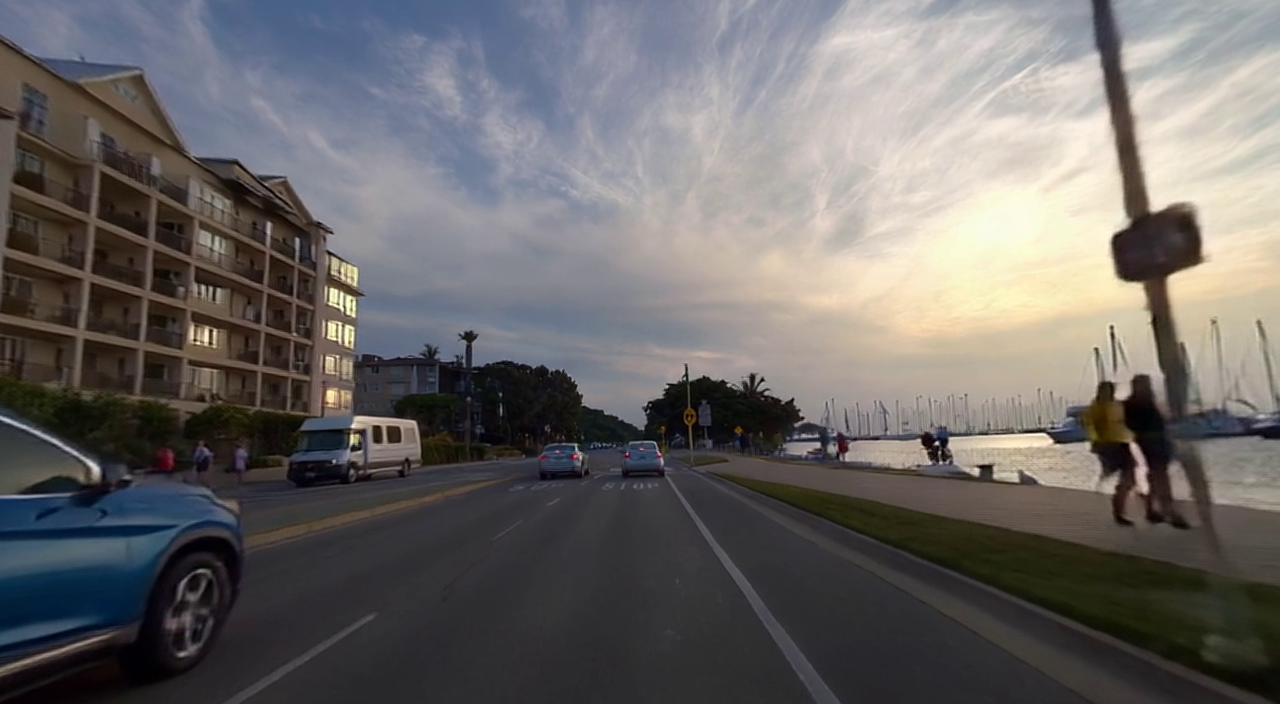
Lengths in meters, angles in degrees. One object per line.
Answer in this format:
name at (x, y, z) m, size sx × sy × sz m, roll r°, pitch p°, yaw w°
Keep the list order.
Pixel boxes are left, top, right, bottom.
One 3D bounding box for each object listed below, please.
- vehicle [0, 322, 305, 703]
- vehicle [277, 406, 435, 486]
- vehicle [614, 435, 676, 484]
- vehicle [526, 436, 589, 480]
vehicle at (-3.565, 0.774, 2.261) m, size 2.082 × 1.817 × 4.724 m, roll 0°, pitch -9°, yaw 0°
vehicle at (-13.339, 4.634, 30.903) m, size 2.924 × 3.288 × 9.352 m, roll -1°, pitch -9°, yaw 3°
vehicle at (0.161, 3.887, 22.991) m, size 2.057 × 1.624 × 3.726 m, roll 0°, pitch -9°, yaw 0°
vehicle at (-3.402, 4.497, 26.907) m, size 2.056 × 1.680 × 4.205 m, roll -1°, pitch -9°, yaw 1°
